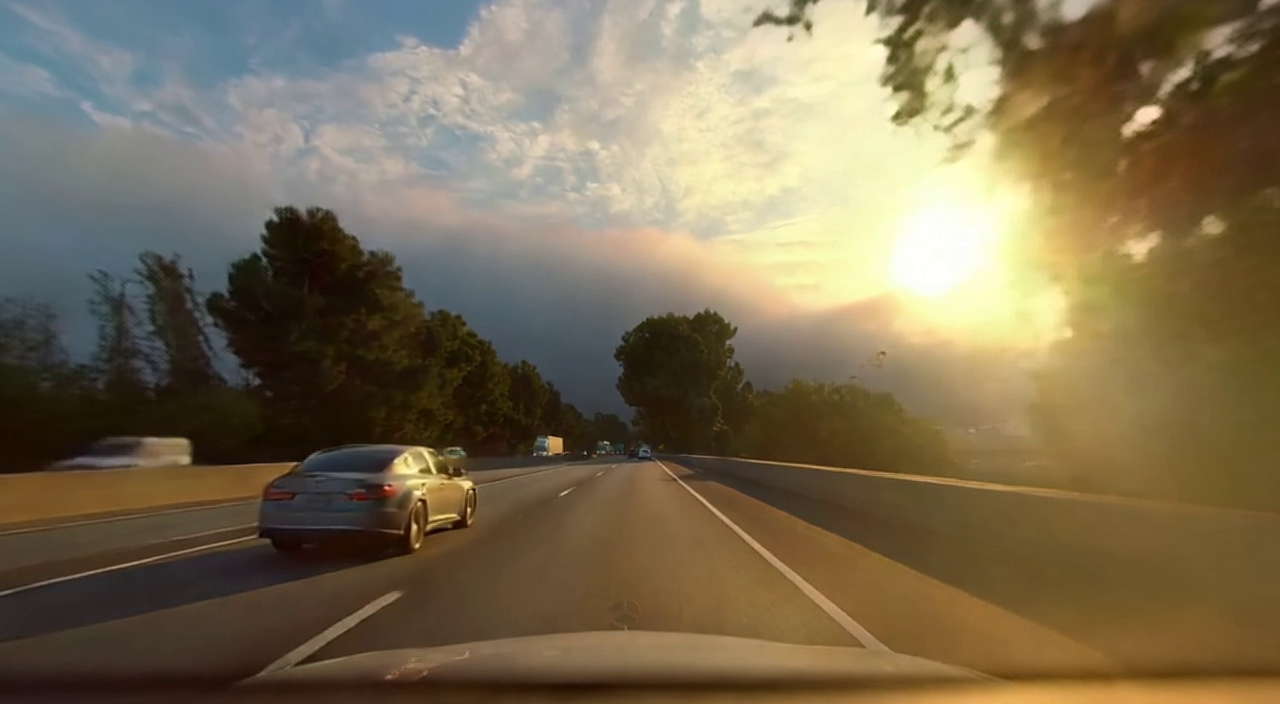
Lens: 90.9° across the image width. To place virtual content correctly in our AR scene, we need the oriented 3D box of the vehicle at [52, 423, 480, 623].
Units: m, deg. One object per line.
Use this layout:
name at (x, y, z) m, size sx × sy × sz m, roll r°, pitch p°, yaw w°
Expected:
vehicle at (-3.441, 1.668, 7.160) m, size 1.969 × 1.505 × 4.636 m, roll 0°, pitch -9°, yaw 1°
